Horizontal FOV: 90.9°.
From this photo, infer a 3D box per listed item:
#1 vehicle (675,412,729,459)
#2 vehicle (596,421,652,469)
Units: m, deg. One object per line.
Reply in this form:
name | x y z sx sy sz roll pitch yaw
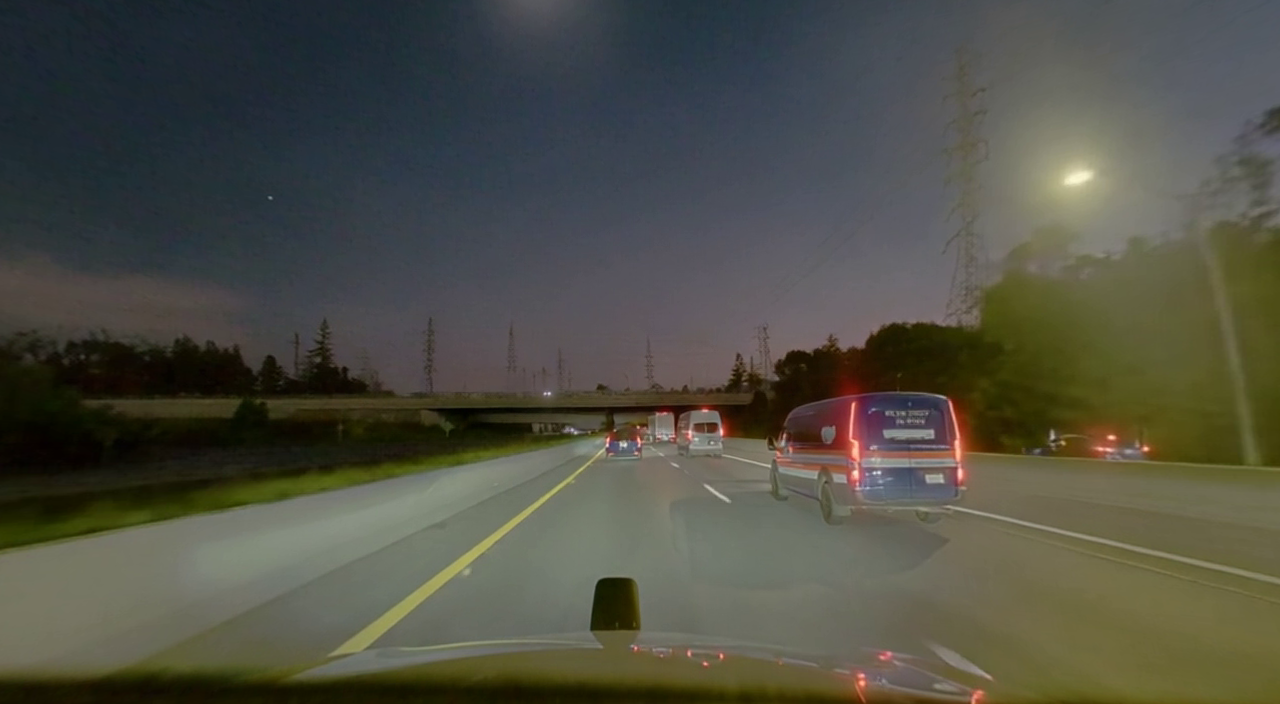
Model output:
vehicle | 3.463 4.805 36.319 2.387 2.506 5.374 0 -8 -2
vehicle | -0.651 3.715 25.410 2.073 1.750 4.116 0 -8 -2
